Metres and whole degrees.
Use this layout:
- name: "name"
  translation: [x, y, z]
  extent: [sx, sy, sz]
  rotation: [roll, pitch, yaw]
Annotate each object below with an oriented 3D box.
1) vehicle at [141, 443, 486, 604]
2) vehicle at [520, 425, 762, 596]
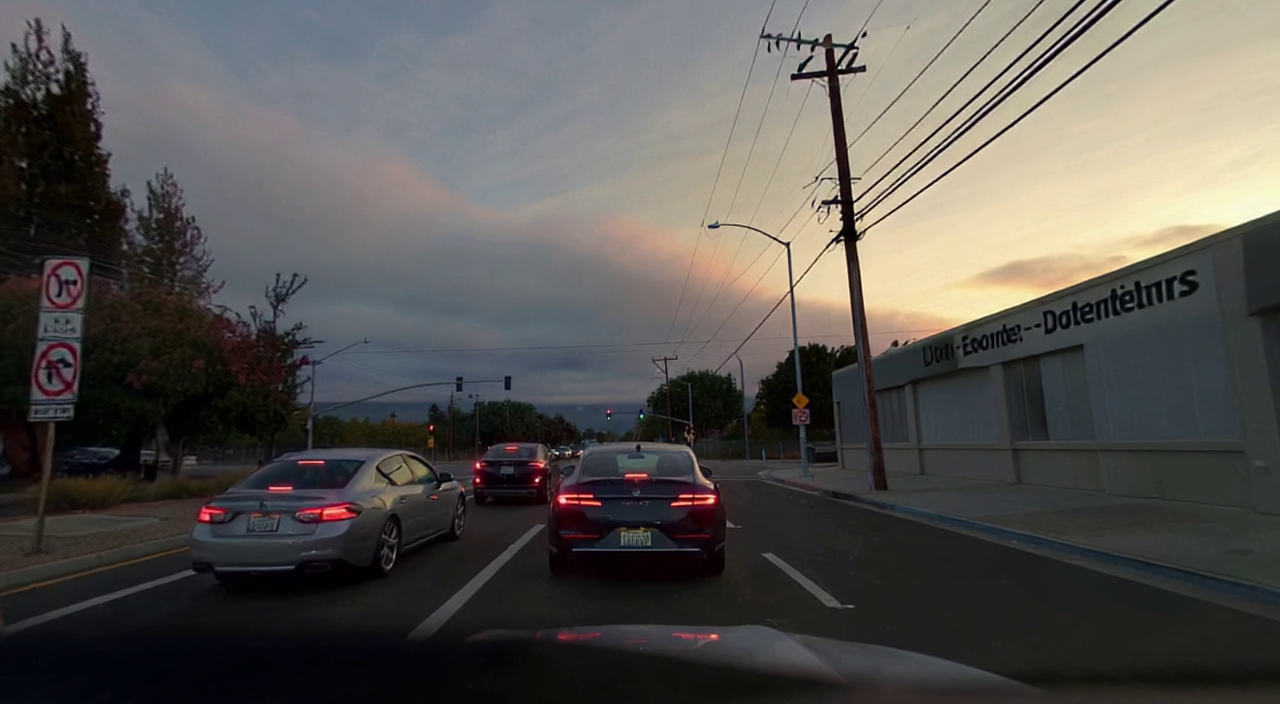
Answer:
- name: "vehicle"
  translation: [-3.237, 1.742, 7.329]
  extent: [1.765, 1.319, 4.013]
  rotation: [0, -9, 2]
- name: "vehicle"
  translation: [-0.006, 1.681, 7.533]
  extent: [2.101, 1.469, 3.955]
  rotation: [0, -9, 0]
